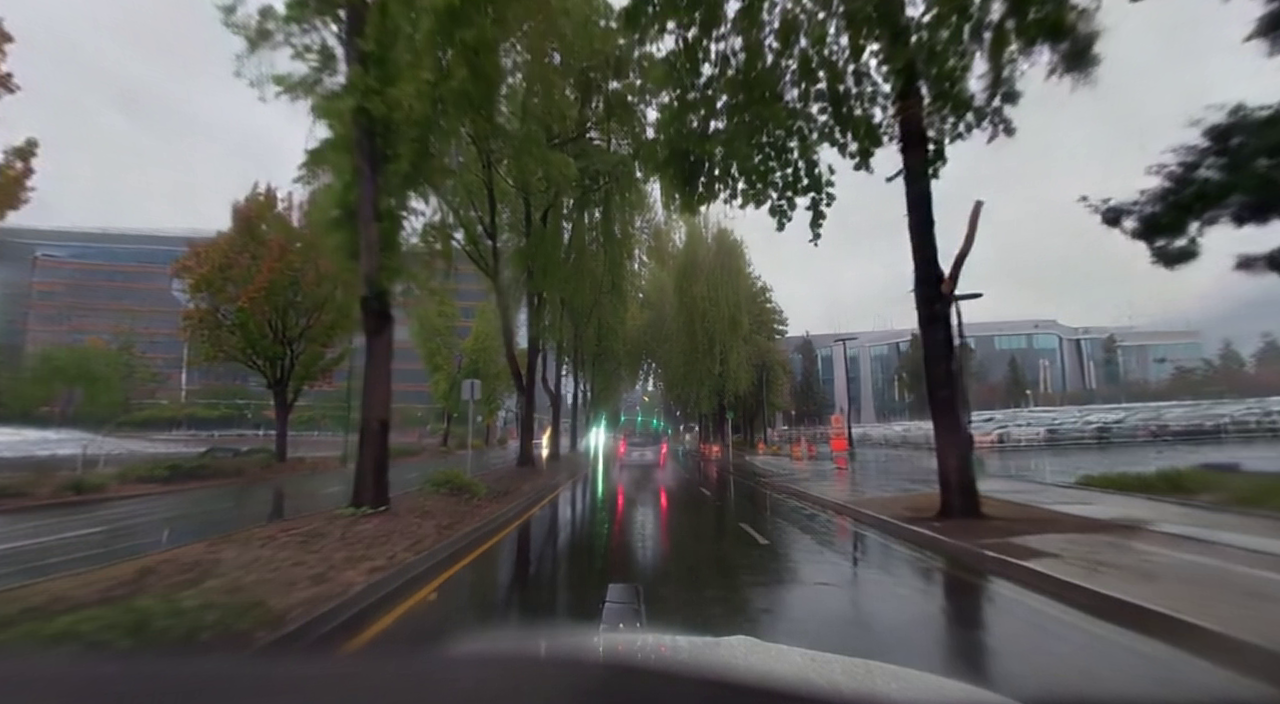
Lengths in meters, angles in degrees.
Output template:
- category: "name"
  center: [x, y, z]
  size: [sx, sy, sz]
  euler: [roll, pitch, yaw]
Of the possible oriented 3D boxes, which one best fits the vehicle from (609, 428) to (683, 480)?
- category: "vehicle"
  center: [0.204, 3.248, 20.391]
  size: [2.114, 1.493, 4.430]
  euler: [0, -8, 1]
